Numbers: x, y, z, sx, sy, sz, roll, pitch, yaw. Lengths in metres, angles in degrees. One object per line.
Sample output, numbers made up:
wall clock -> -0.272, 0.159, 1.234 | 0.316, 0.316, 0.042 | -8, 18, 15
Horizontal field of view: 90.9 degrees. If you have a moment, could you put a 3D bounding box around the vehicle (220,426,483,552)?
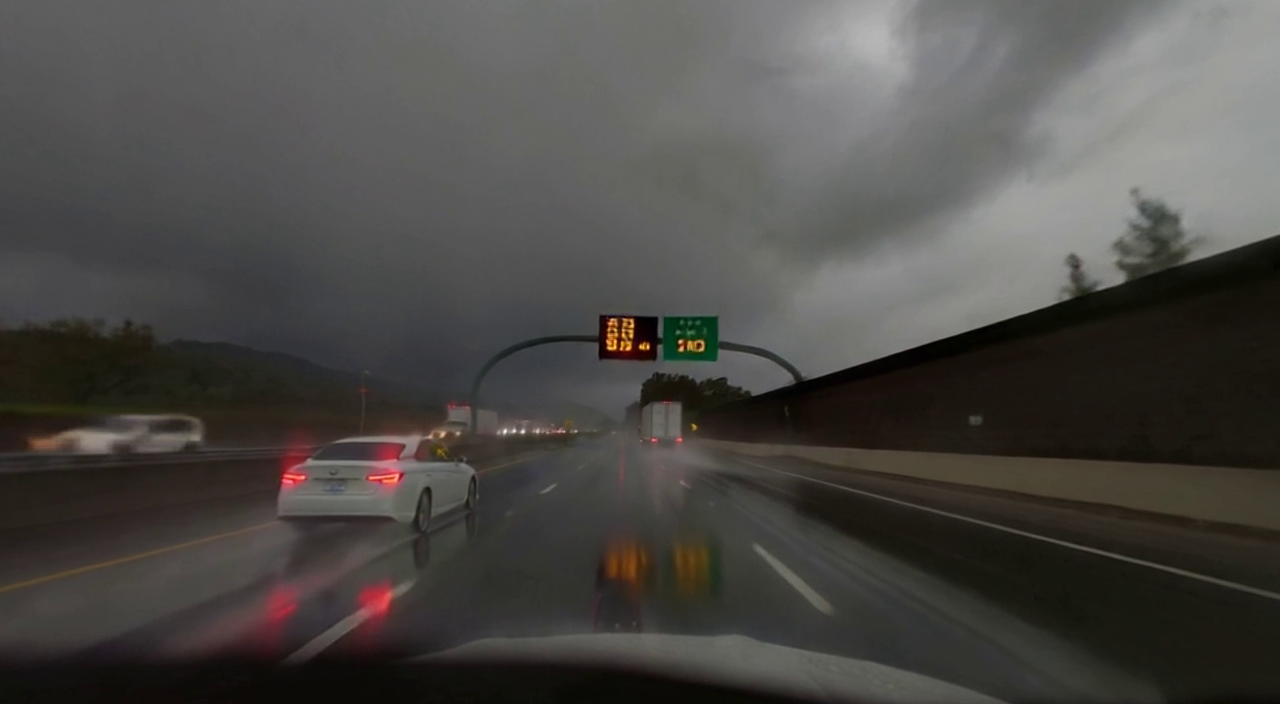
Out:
vehicle -> -3.916, 1.886, 9.584 | 1.971, 1.444, 4.401 | 0, -8, -1

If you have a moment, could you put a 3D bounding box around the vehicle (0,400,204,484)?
vehicle -> -11.923, 1.878, 13.314 | 2.086, 1.449, 4.745 | 0, -8, -1
